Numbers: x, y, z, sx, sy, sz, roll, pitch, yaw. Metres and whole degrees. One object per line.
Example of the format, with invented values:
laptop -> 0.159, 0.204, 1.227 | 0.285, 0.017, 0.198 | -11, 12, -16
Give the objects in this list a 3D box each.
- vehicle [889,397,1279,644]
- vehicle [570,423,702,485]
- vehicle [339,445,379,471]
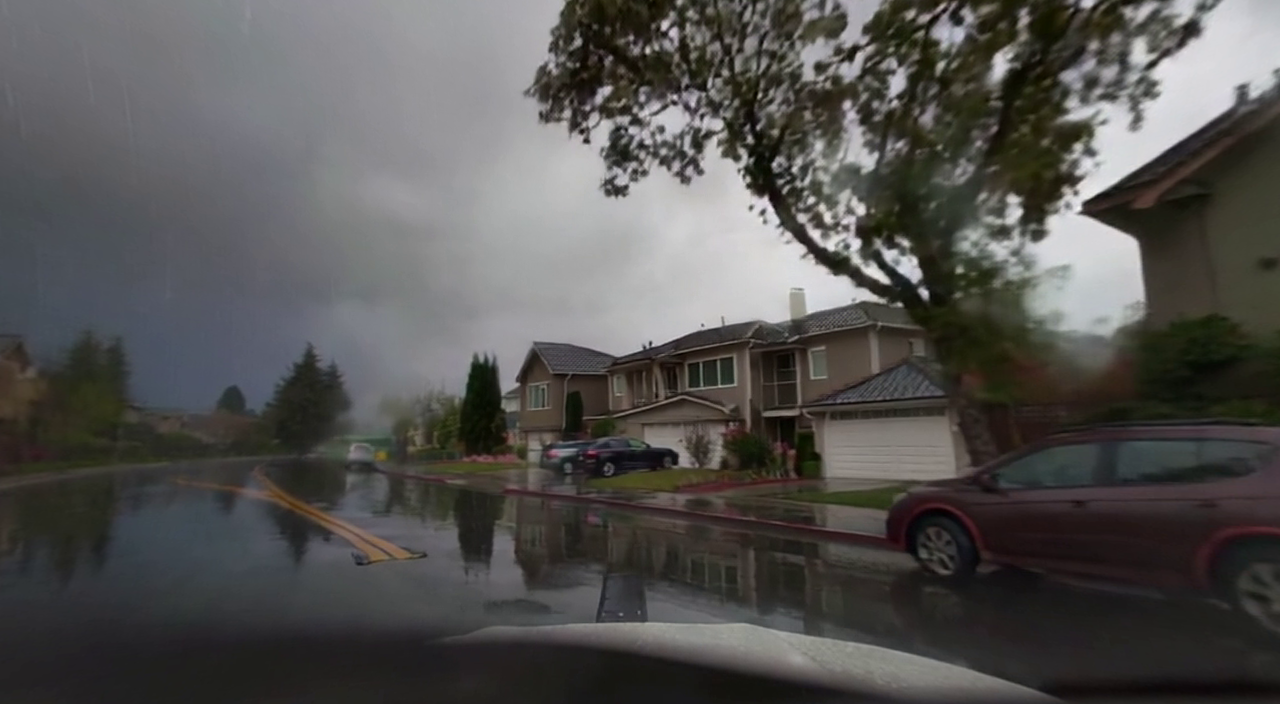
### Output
vehicle -> 4.823, 1.356, 5.656 | 1.934, 1.697, 4.432 | 6, -10, -33
vehicle -> -0.101, 3.663, 23.139 | 4.431, 1.873, 1.920 | 2, -8, -34
vehicle -> -18.563, 6.972, 41.655 | 1.984, 1.601, 3.994 | 4, -10, -28
